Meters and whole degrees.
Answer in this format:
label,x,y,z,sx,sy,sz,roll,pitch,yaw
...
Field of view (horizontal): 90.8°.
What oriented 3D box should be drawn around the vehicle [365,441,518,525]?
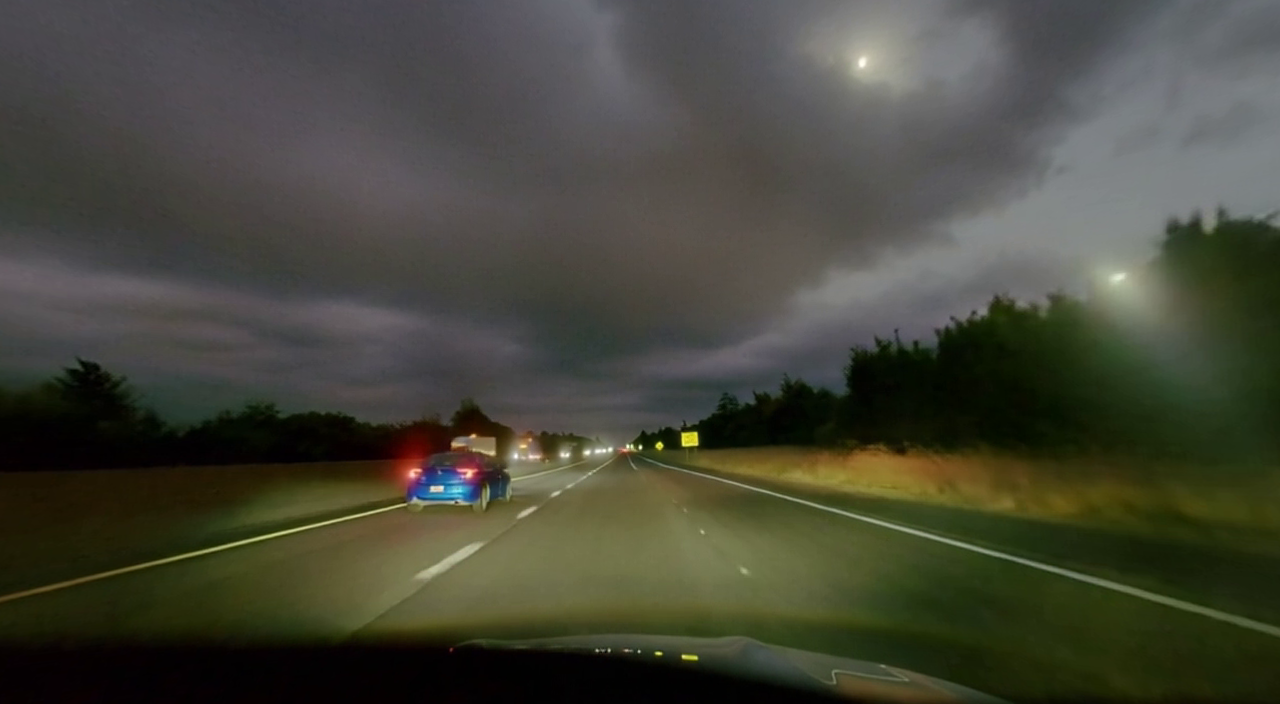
label,x,y,z,sx,sy,sz,roll,pitch,yaw
vehicle,-4.116,2.764,13.839,2.121,1.537,3.852,0,-9,-1
